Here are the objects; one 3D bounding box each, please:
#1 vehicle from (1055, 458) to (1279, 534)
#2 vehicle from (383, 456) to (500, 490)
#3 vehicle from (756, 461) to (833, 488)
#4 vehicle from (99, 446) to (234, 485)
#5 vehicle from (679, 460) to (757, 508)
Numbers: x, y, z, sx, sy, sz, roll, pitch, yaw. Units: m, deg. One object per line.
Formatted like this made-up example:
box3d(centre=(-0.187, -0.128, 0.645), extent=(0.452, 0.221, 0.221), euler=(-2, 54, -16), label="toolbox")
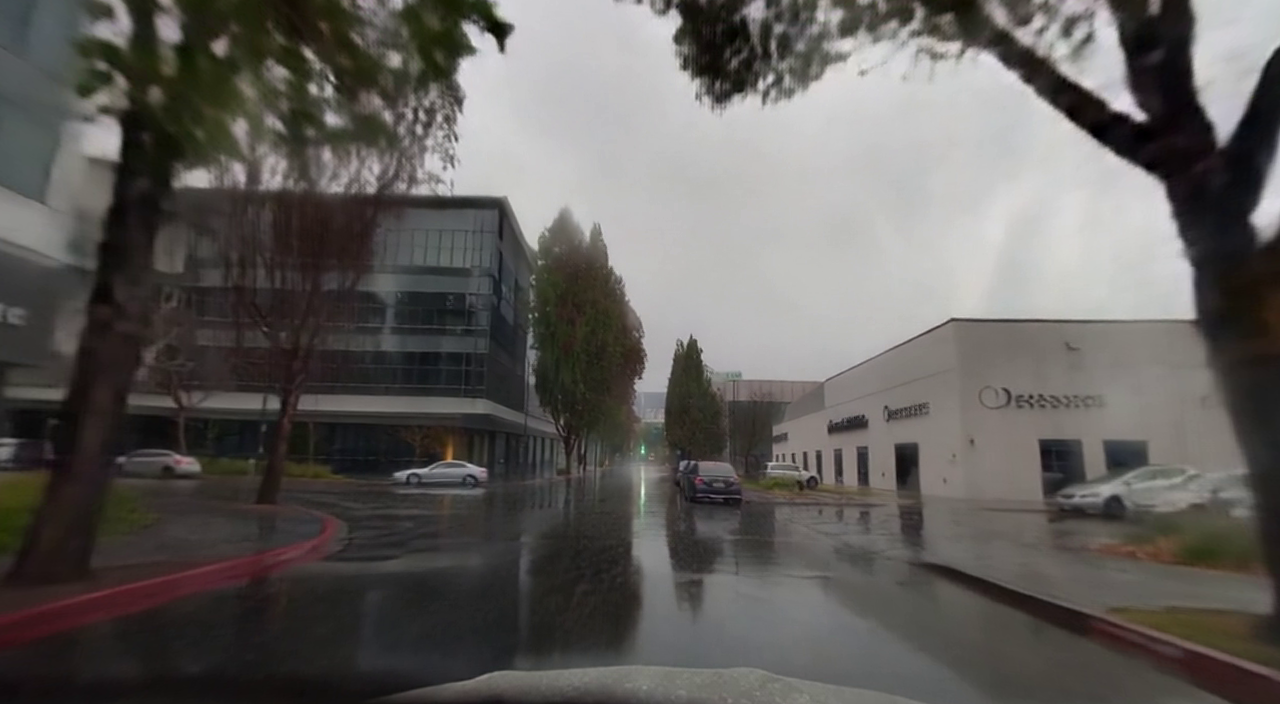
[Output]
box3d(centre=(15.444, 4.179, 18.538), extent=(4.824, 1.728, 2.246), euler=(2, -11, 11), label="vehicle")
box3d(centre=(-9.262, 5.699, 29.629), extent=(4.770, 1.448, 1.983), euler=(9, -14, -38), label="vehicle")
box3d(centre=(10.562, 8.439, 43.393), extent=(4.782, 1.698, 1.882), euler=(1, -11, -3), label="vehicle")
box3d(centre=(-20.079, 4.849, 26.868), extent=(4.118, 1.482, 1.889), euler=(2, -11, -1), label="vehicle")
box3d(centre=(2.581, 4.507, 21.758), extent=(2.073, 1.434, 3.899), euler=(1, -11, -2), label="vehicle")
